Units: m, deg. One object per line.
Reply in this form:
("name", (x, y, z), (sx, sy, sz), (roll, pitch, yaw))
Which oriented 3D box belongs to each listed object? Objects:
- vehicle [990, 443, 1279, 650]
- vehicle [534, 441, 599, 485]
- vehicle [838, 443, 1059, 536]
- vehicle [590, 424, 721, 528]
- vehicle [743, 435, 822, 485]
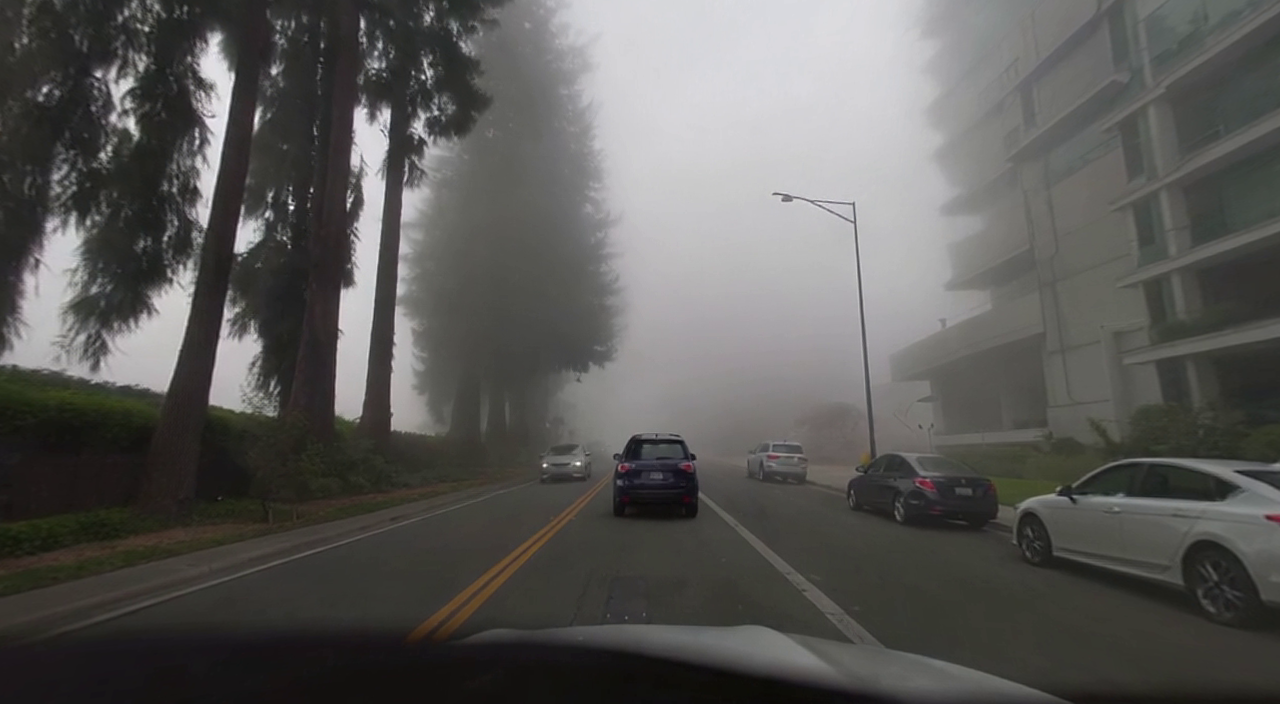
("vehicle", (5.538, 1.615, 5.946), (1.809, 1.478, 4.623), (0, -9, 0))
("vehicle", (-2.750, 4.267, 24.537), (1.979, 1.534, 4.076), (0, -9, 1))
("vehicle", (5.673, 2.555, 12.494), (1.852, 1.452, 4.852), (0, -9, -1))
("vehicle", (0.272, 2.300, 12.152), (2.105, 1.653, 3.887), (0, -9, 1))
("vehicle", (5.659, 4.353, 25.722), (2.059, 1.813, 4.637), (0, -9, -1))
